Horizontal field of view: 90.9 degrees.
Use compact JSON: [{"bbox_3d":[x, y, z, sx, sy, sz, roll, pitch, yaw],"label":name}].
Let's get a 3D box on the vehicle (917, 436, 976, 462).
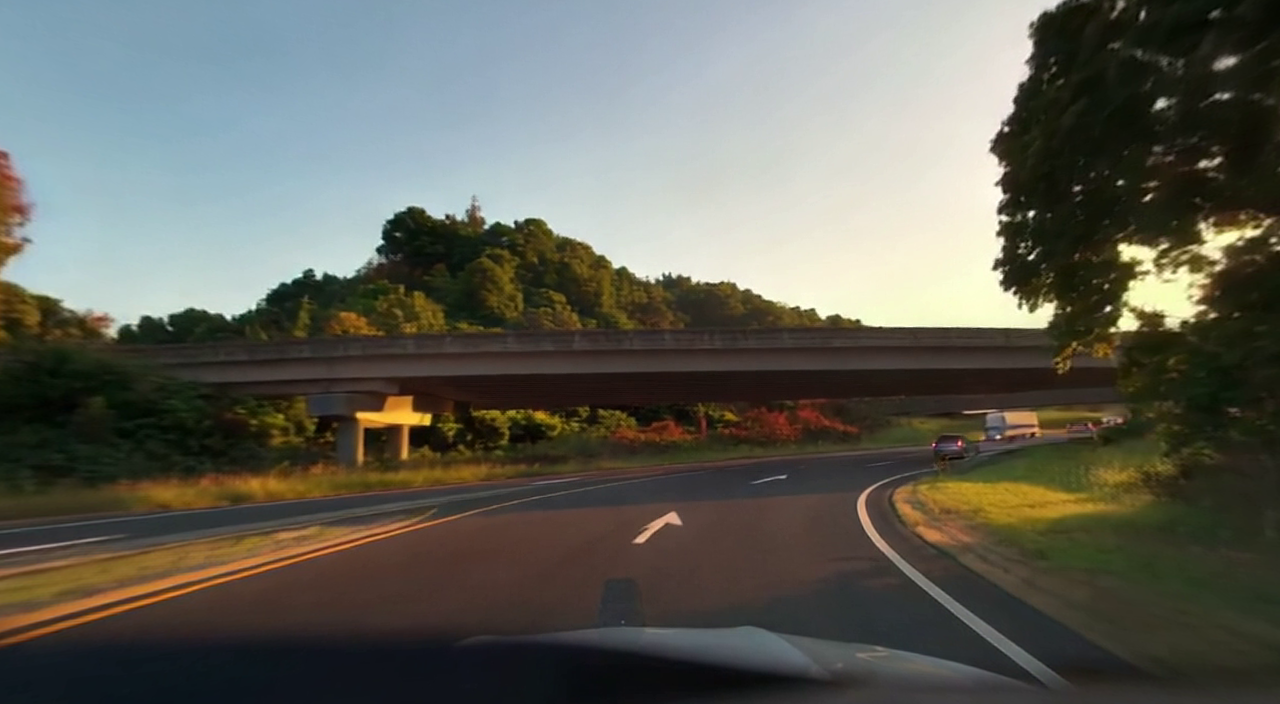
[{"bbox_3d":[17.769,5.615,36.440,3.645,1.427,1.807,8,-12,-43],"label":"vehicle"}]
